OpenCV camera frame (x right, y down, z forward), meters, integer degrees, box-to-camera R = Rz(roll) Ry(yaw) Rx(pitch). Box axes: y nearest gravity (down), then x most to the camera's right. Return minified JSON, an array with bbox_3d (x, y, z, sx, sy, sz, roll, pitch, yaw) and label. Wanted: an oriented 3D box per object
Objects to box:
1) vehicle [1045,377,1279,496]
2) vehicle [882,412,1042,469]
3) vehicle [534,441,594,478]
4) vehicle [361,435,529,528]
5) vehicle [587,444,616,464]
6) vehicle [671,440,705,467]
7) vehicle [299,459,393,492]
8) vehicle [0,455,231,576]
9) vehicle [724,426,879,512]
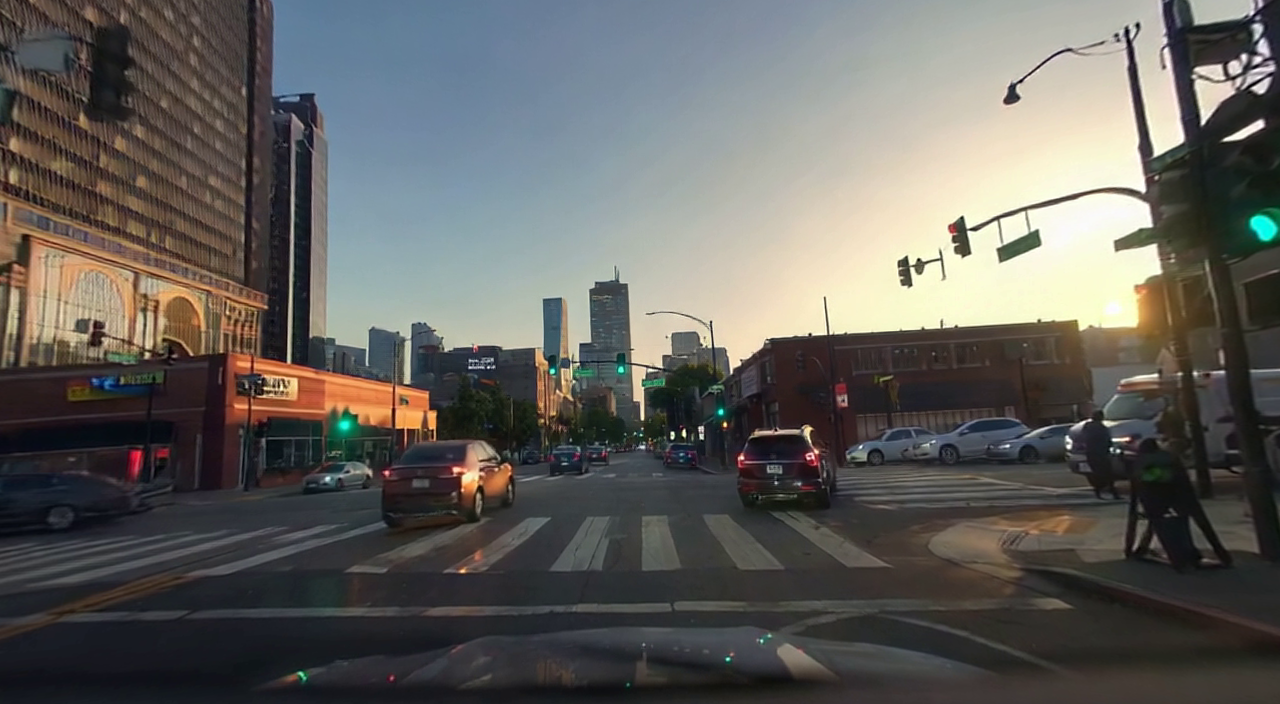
[{"bbox_3d":[11.928,1.745,12.969,5.523,2.219,2.251,0,-8,1],"label":"vehicle"},{"bbox_3d":[12.633,3.505,25.015,5.004,1.771,2.159,-4,-8,1],"label":"vehicle"},{"bbox_3d":[-3.257,4.686,27.879,1.916,1.487,4.535,0,-8,2],"label":"vehicle"},{"bbox_3d":[-3.488,2.371,12.105,1.973,1.496,3.713,0,-8,1],"label":"vehicle"},{"bbox_3d":[-2.983,7.986,49.553,1.888,1.489,3.863,0,-8,1],"label":"vehicle"},{"bbox_3d":[3.242,7.014,43.618,1.924,1.765,3.954,0,-8,-2],"label":"vehicle"},{"bbox_3d":[-15.320,6.423,33.184,1.999,1.466,4.535,-2,-9,14],"label":"vehicle"},{"bbox_3d":[-9.191,2.470,10.326,1.922,1.457,4.494,0,-8,0],"label":"vehicle"},{"bbox_3d":[3.627,2.405,13.488,2.153,1.480,4.540,-4,-9,28],"label":"vehicle"}]
